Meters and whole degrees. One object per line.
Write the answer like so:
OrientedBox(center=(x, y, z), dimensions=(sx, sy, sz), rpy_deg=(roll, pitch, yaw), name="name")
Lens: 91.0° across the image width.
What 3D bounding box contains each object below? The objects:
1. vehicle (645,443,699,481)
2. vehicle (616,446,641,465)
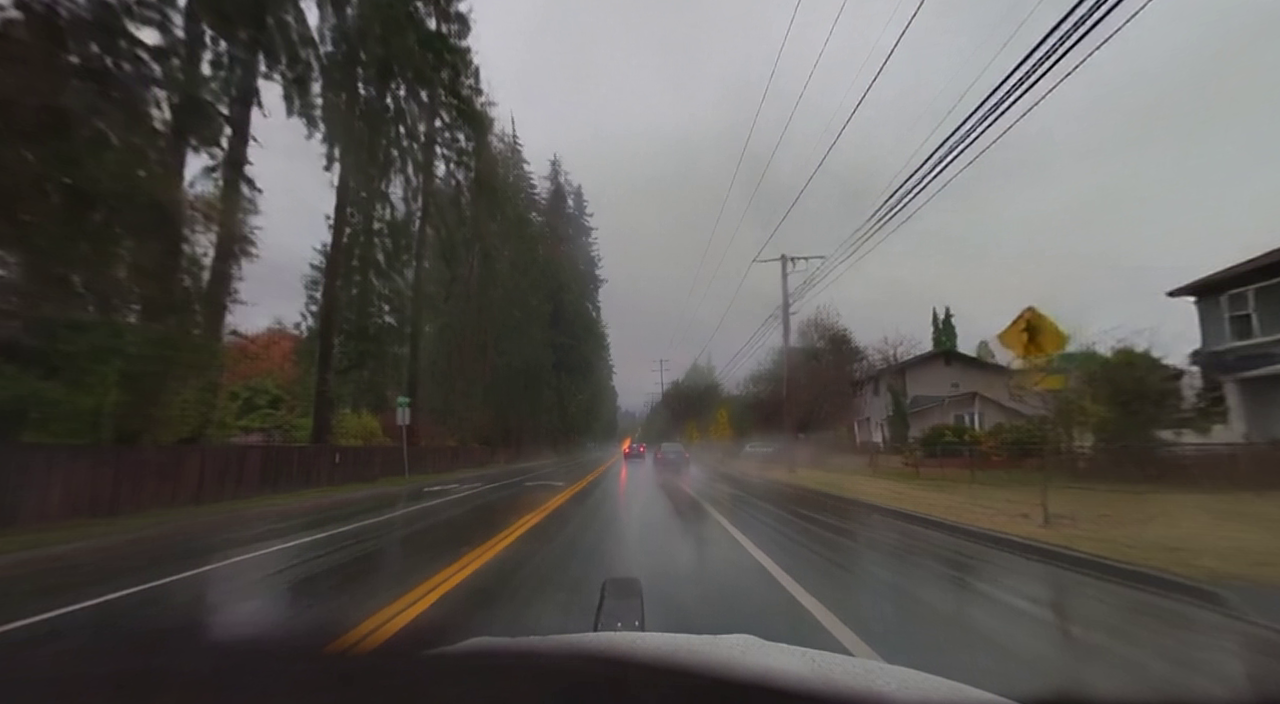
OrientedBox(center=(1.283, 4.701, 27.140), dimensions=(1.975, 1.497, 3.647), rpy_deg=(0, -9, -3), name="vehicle")
OrientedBox(center=(-0.882, 8.219, 49.919), dimensions=(1.927, 1.453, 3.848), rpy_deg=(0, -9, 0), name="vehicle")
